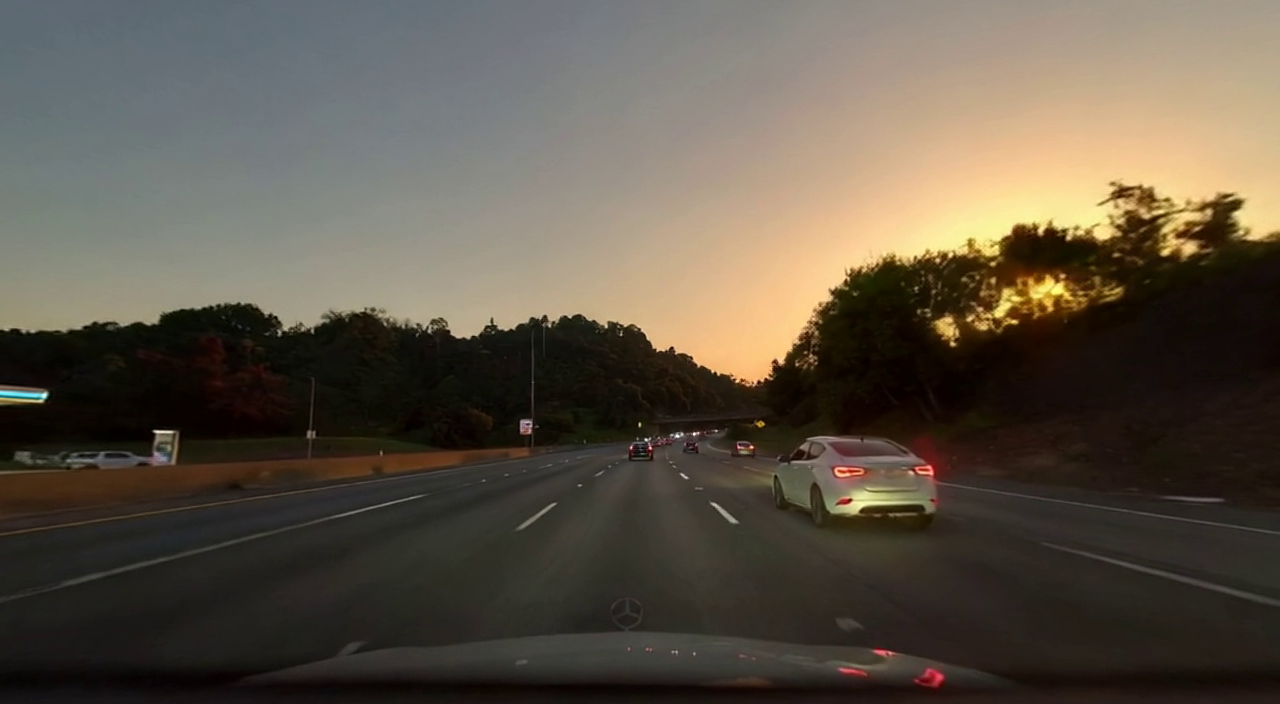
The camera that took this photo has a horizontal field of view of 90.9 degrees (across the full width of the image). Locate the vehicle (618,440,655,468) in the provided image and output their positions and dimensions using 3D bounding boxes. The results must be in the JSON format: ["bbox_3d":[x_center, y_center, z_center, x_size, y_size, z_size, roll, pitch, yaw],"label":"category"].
[{"bbox_3d":[-0.209,5.811,36.175,1.999,1.473,4.351,0,-8,0],"label":"vehicle"}]

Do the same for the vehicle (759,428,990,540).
[{"bbox_3d":[3.628,2.136,10.942,2.172,1.490,4.668,0,-8,0],"label":"vehicle"}]

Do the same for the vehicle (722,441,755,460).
[{"bbox_3d":[7.735,7.754,49.821,1.867,1.463,4.295,0,-8,-1],"label":"vehicle"}]
